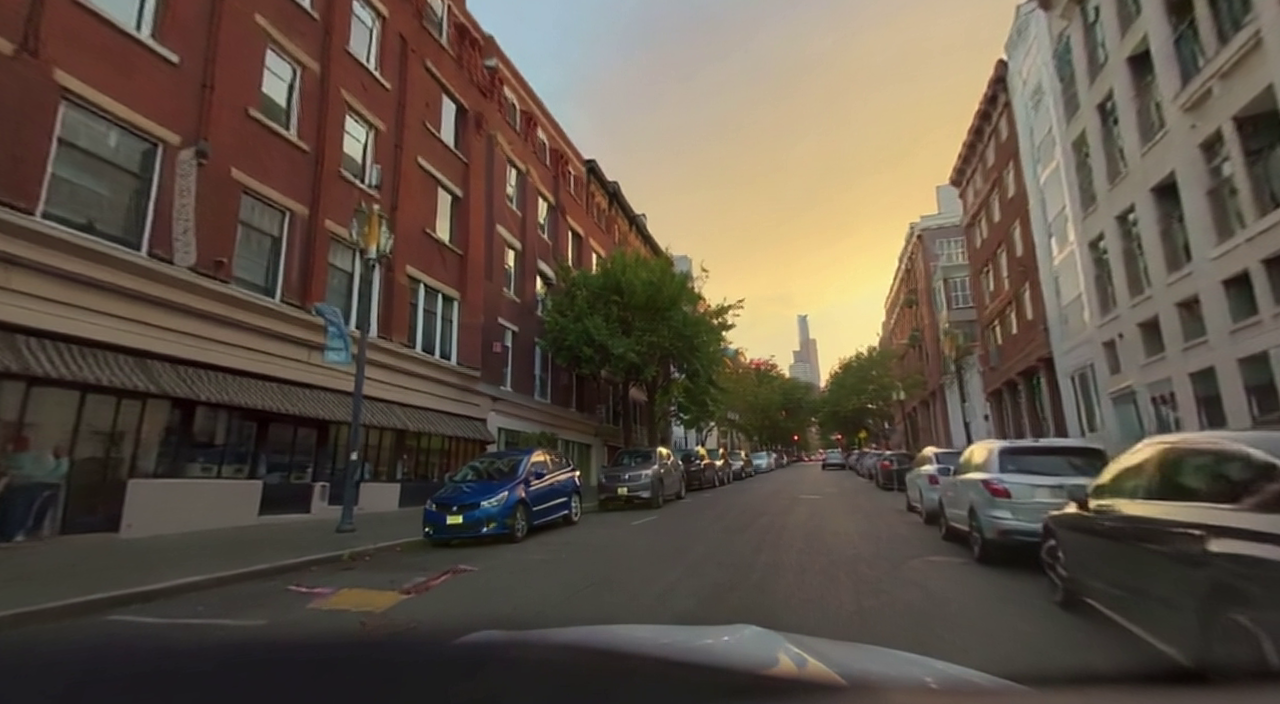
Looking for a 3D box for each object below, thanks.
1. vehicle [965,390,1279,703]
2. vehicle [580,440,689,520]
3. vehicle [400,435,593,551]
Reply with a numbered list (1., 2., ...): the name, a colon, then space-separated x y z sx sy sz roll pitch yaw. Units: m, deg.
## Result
1. vehicle: 3.179 1.016 3.031 1.925 1.481 4.653 -3 -8 16
2. vehicle: 0.006 3.231 16.577 1.867 1.519 3.920 -1 -4 16
3. vehicle: -2.189 2.186 10.443 1.875 1.564 2.982 -3 -8 16
